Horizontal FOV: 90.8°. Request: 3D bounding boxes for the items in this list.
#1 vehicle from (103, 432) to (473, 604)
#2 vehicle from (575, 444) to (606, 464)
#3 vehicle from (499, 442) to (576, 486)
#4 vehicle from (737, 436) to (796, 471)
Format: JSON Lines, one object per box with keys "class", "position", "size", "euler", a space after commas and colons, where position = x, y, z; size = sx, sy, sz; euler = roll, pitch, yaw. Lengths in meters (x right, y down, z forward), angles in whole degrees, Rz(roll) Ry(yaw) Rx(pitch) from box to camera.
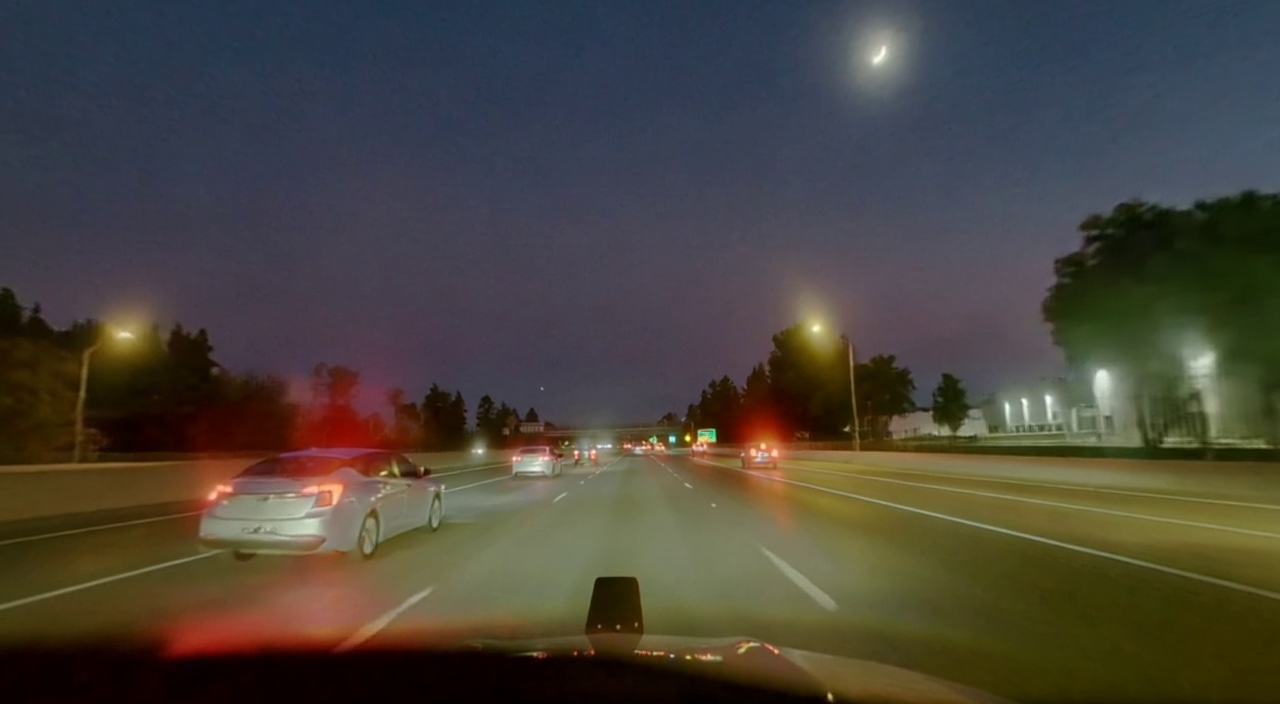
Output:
{"class": "vehicle", "position": [-3.568, 1.738, 7.566], "size": [1.959, 1.433, 4.291], "euler": [0, -9, 0]}
{"class": "vehicle", "position": [-3.836, 7.938, 49.288], "size": [2.078, 1.464, 4.093], "euler": [0, -9, 0]}
{"class": "vehicle", "position": [-3.672, 4.107, 23.497], "size": [2.047, 1.469, 4.614], "euler": [0, -9, 1]}
{"class": "vehicle", "position": [6.835, 5.539, 34.741], "size": [2.147, 1.769, 4.666], "euler": [0, -9, -1]}
